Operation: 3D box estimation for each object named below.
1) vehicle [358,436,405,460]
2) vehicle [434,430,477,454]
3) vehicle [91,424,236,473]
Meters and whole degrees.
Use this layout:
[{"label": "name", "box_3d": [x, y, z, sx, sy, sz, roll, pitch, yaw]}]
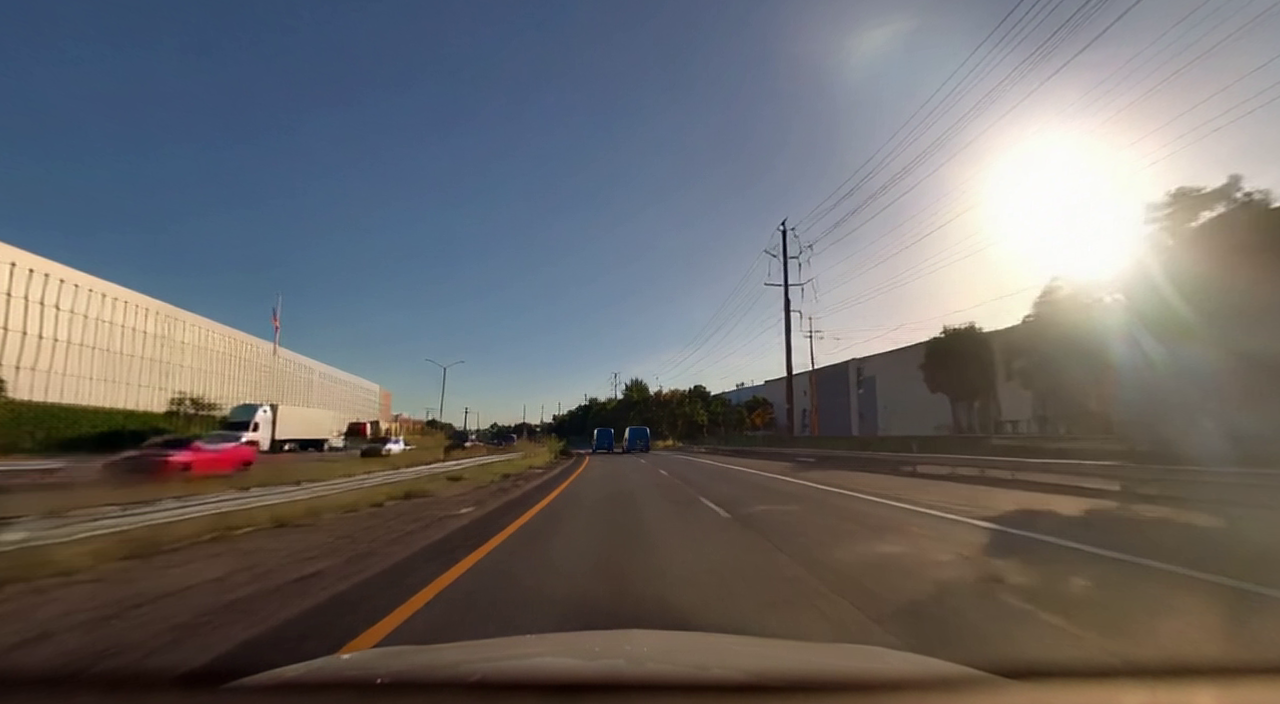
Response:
[{"label": "vehicle", "box_3d": [-16.890, 6.271, 41.305, 1.680, 1.485, 3.530, 0, -8, -3]}, {"label": "vehicle", "box_3d": [-13.345, 6.538, 45.695, 2.009, 1.574, 4.419, 0, -8, -3]}, {"label": "vehicle", "box_3d": [-15.698, 3.202, 21.045, 1.738, 1.465, 3.999, -1, -8, -1]}]
